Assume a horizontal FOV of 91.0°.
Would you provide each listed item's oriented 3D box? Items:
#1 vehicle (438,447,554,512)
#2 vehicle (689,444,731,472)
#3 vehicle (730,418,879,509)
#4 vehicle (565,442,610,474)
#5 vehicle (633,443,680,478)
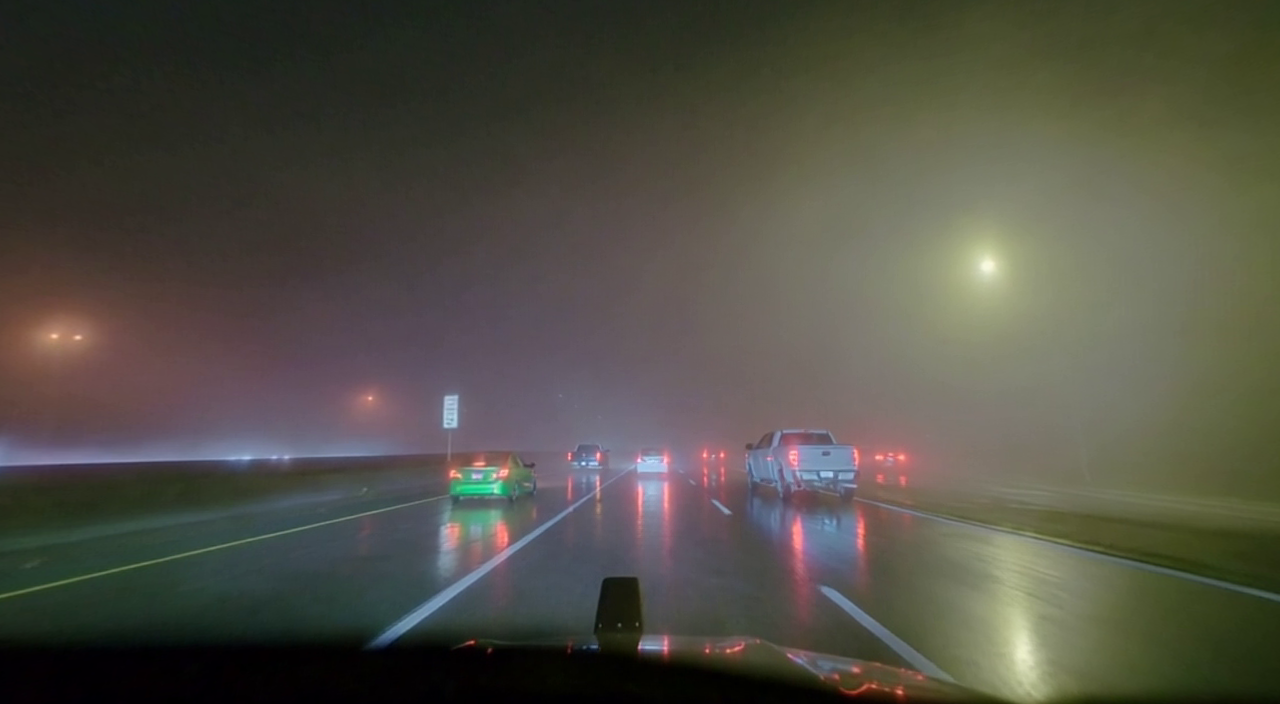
[{"bbox_3d":[-3.553,3.213,16.419,1.947,1.424,4.264,0,-9,1],"label":"vehicle"},{"bbox_3d":[4.460,6.813,40.725,2.145,1.636,4.437,0,-9,0],"label":"vehicle"},{"bbox_3d":[3.951,2.824,16.411,2.340,1.925,5.529,0,-9,0],"label":"vehicle"},{"bbox_3d":[-3.066,6.341,38.032,2.176,1.783,4.799,0,-9,1],"label":"vehicle"},{"bbox_3d":[0.761,5.281,30.926,2.147,1.572,4.094,0,-9,0],"label":"vehicle"}]
